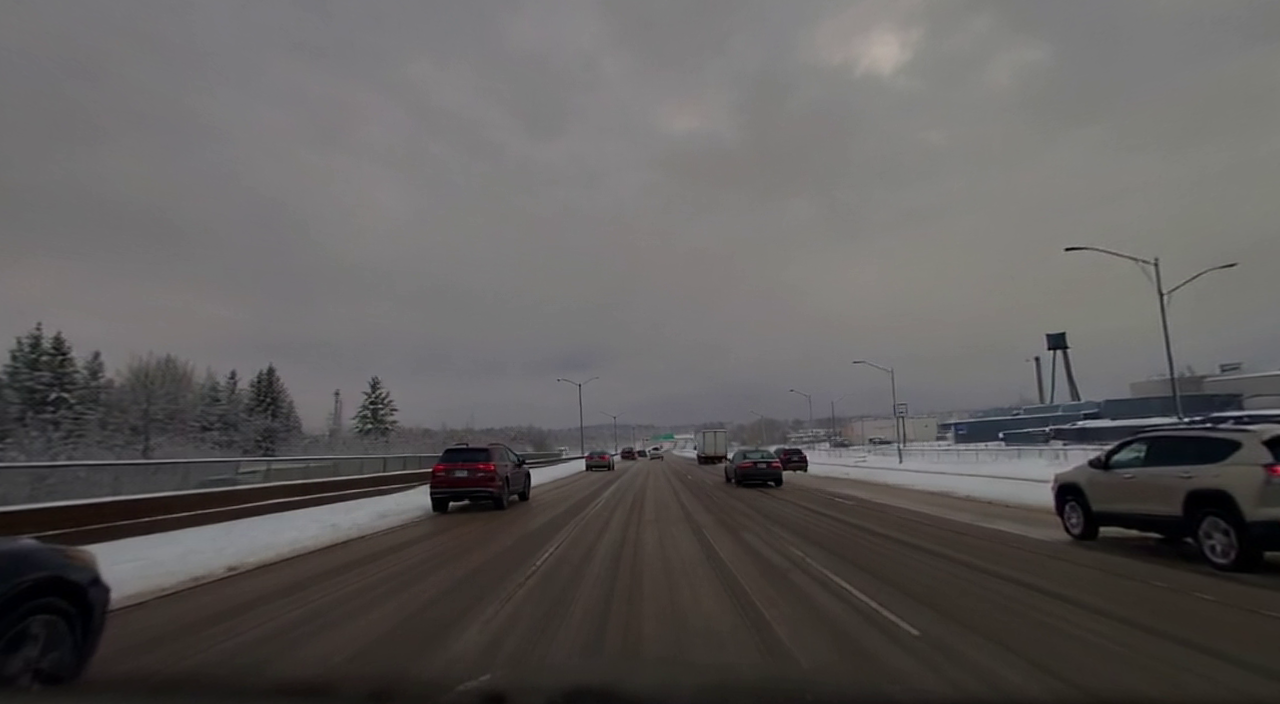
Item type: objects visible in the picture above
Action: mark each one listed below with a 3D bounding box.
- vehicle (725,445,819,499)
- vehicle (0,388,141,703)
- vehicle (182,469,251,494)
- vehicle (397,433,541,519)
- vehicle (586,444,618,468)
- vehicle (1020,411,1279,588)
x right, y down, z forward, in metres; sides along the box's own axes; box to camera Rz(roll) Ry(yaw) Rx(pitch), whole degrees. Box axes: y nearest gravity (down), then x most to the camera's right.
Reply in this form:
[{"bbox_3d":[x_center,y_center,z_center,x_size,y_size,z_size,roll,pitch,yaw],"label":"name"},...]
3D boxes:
[{"bbox_3d":[3.916,3.612,19.531,1.942,1.453,4.329,0,-8,-1],"label":"vehicle"},{"bbox_3d":[-3.674,0.681,0.812,2.067,1.555,4.851,0,-8,0],"label":"vehicle"},{"bbox_3d":[-32.203,9.834,48.103,1.952,1.595,4.685,-1,-8,1],"label":"vehicle"},{"bbox_3d":[-3.685,2.733,14.458,2.036,1.669,4.112,-1,-8,1],"label":"vehicle"},{"bbox_3d":[-2.881,8.024,48.796,2.108,1.748,4.514,-1,-8,2],"label":"vehicle"},{"bbox_3d":[7.416,1.694,7.896,2.145,1.743,5.058,0,-8,0],"label":"vehicle"}]
